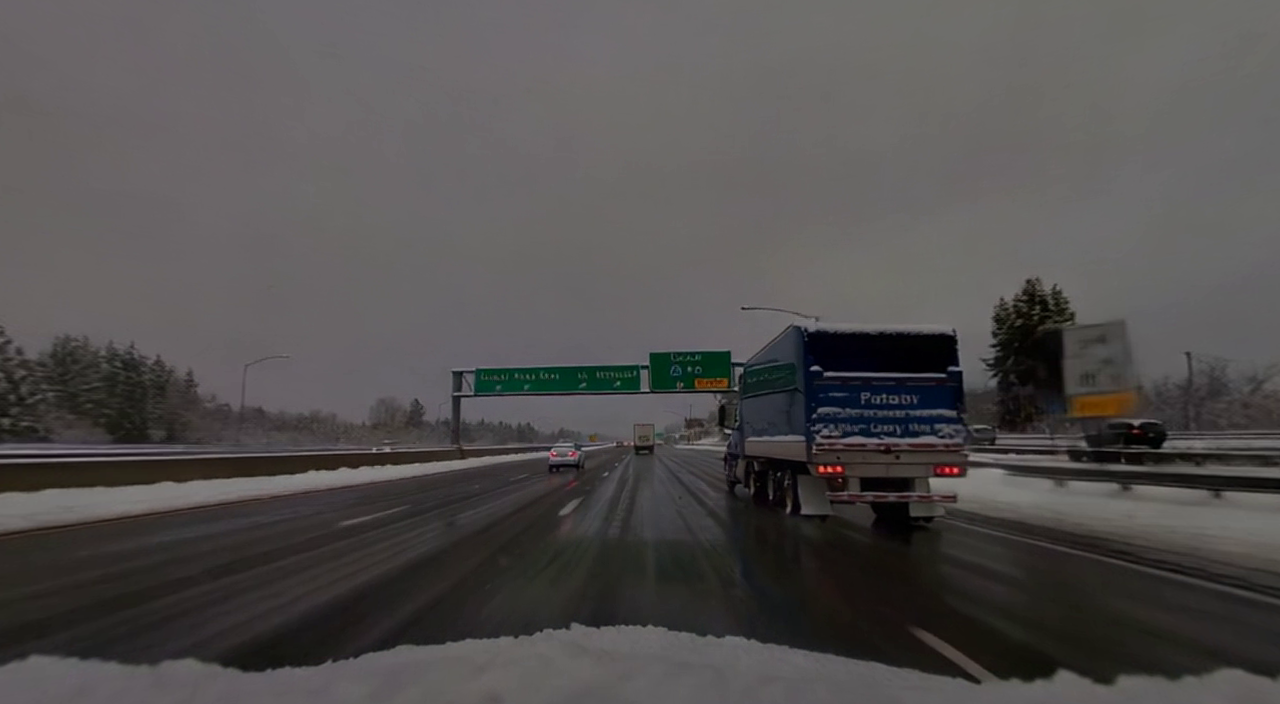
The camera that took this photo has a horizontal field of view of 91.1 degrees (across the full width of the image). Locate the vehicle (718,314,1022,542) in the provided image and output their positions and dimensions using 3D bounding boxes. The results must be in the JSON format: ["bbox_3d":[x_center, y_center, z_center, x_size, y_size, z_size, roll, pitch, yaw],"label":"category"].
[{"bbox_3d":[4.048,1.882,14.670,3.049,3.395,10.595,0,-8,0],"label":"vehicle"}]

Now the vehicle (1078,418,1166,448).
[{"bbox_3d":[28.657,4.840,37.498,1.928,1.603,4.315,1,-7,2],"label":"vehicle"}]

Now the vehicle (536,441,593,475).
[{"bbox_3d":[-3.657,5.260,31.491,2.143,1.529,4.918,0,-8,1],"label":"vehicle"}]
